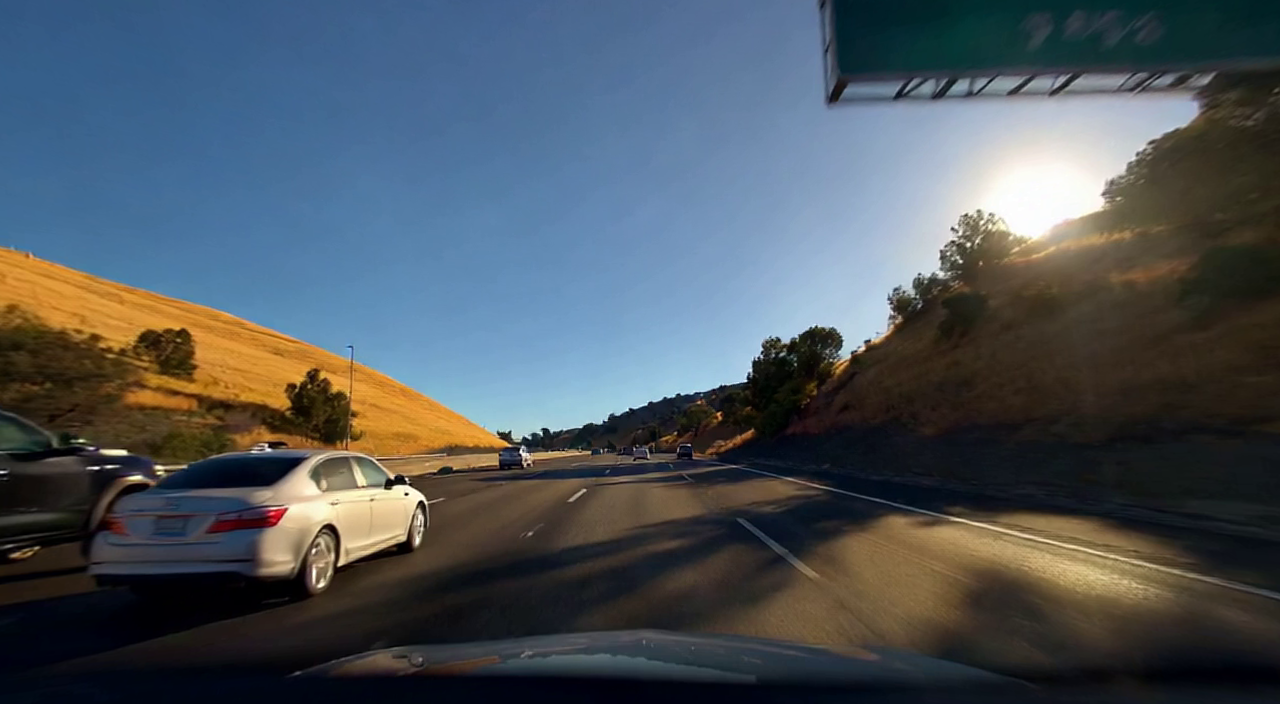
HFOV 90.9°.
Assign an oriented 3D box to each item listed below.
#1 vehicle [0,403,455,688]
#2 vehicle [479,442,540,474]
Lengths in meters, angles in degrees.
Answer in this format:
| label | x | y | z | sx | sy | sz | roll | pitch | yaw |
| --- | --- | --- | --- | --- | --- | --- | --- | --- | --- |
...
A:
| label | x | y | z | sx | sy | sz | roll | pitch | yaw |
| --- | --- | --- | --- | --- | --- | --- | --- | --- | --- |
| vehicle | -3.497 | 1.399 | 5.808 | 2.091 | 1.552 | 4.516 | 0 | -8 | 2 |
| vehicle | -6.800 | 5.576 | 33.503 | 2.047 | 1.532 | 4.980 | 0 | -8 | 1 |
